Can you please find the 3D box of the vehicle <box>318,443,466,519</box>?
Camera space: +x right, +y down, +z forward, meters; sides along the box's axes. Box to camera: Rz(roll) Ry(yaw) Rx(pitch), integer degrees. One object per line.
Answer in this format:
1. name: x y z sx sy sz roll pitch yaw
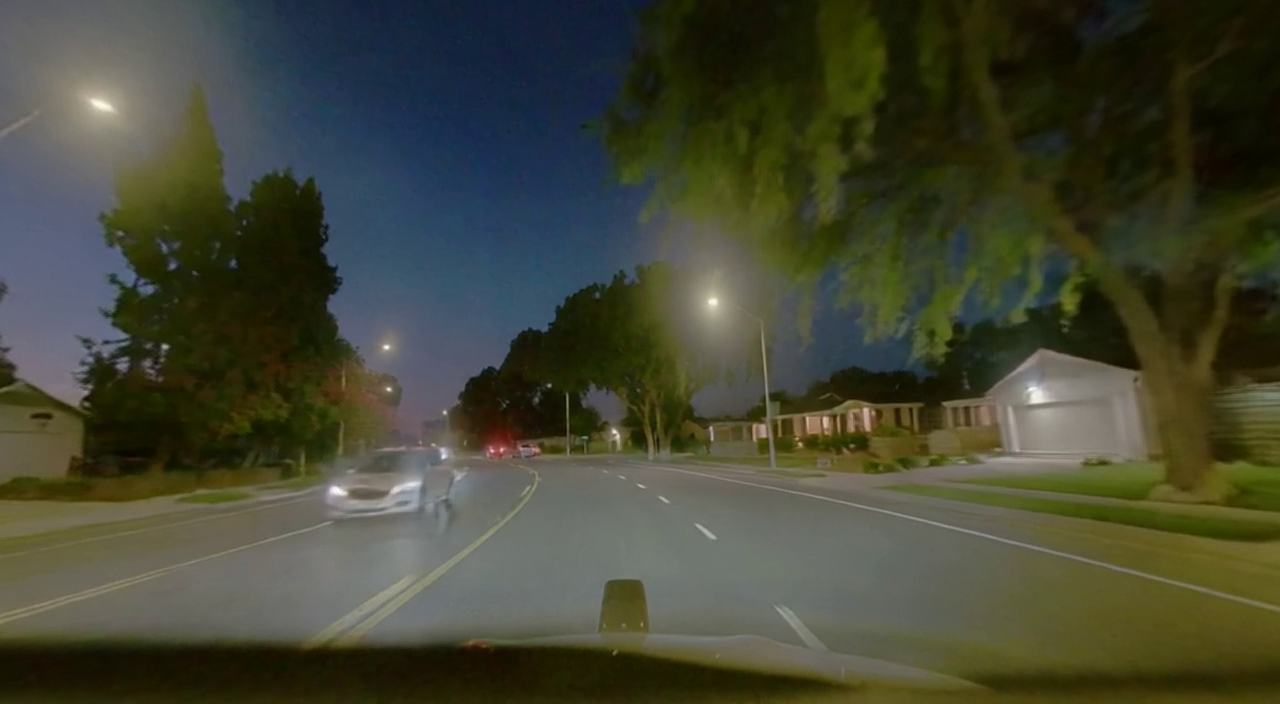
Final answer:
1. vehicle: -5.506 2.873 14.666 2.043 1.470 4.338 1 -8 -6
